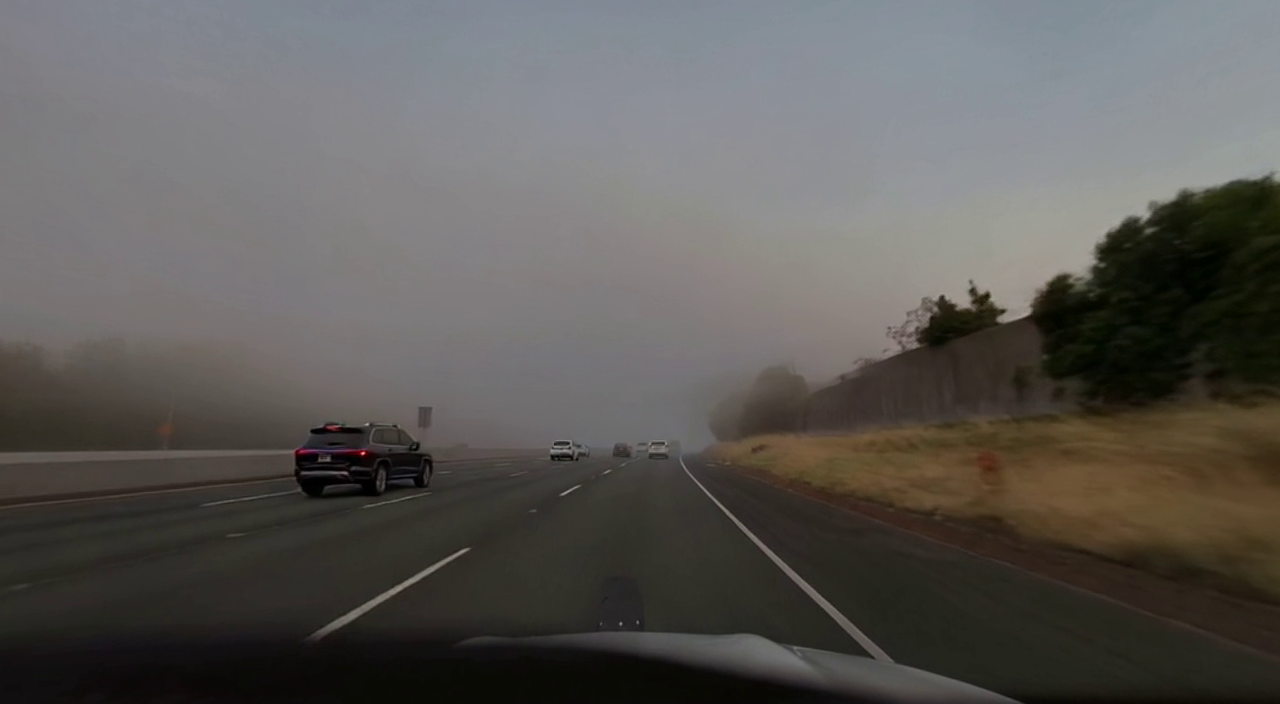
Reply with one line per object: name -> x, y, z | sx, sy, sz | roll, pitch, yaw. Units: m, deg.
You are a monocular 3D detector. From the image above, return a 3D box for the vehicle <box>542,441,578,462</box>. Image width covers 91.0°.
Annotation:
vehicle -> -6.050, 7.535, 48.007 | 1.986, 1.534, 4.255 | 0, -8, 3

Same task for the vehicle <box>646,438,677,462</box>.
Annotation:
vehicle -> 1.610, 7.217, 46.509 | 2.141, 1.706, 4.065 | 0, -8, 2

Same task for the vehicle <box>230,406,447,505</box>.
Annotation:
vehicle -> -6.938, 2.484, 15.516 | 2.438, 1.967, 5.596 | 0, -8, 2
